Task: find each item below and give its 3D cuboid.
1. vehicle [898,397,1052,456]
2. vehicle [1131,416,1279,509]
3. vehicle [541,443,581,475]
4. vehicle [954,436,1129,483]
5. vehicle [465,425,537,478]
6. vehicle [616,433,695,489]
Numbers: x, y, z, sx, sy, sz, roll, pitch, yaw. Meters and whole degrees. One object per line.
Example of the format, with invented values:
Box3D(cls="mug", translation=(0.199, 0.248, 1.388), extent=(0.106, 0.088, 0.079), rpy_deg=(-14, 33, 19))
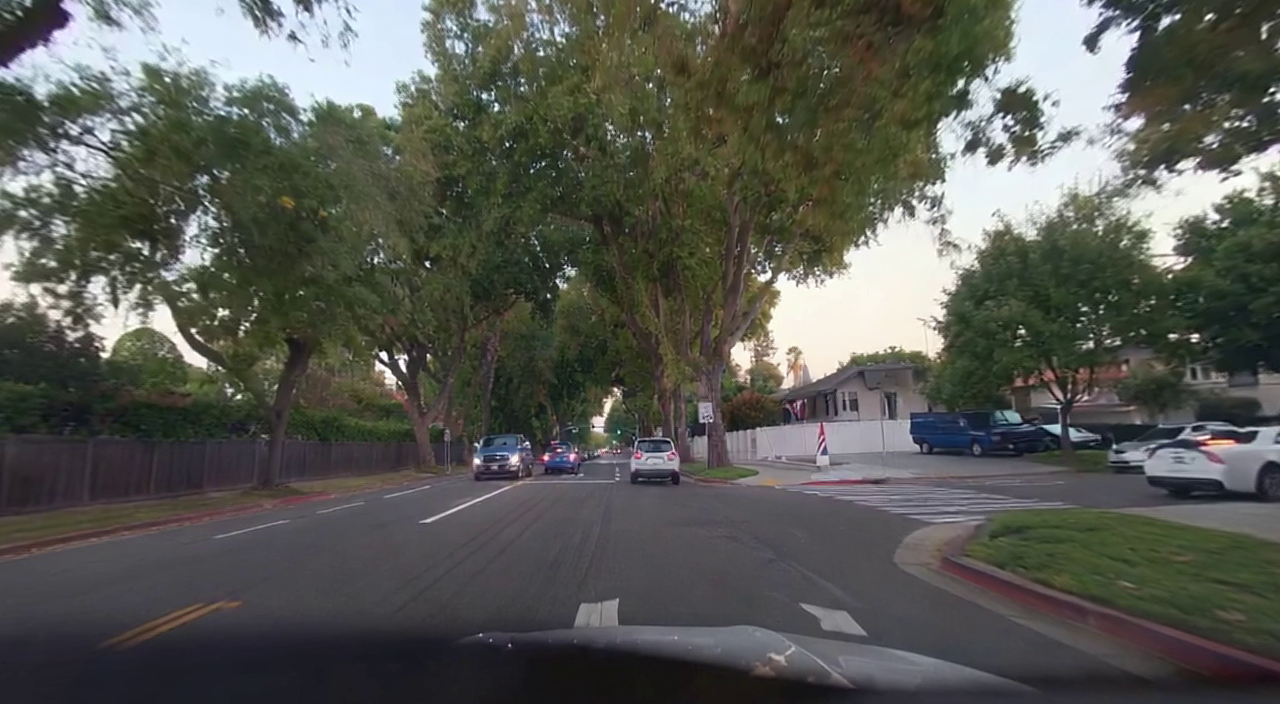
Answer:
Box3D(cls="vehicle", translation=(15.948, 3.656, 30.293), extent=(6.115, 2.590, 2.371), rpy_deg=(-6, -10, 35))
Box3D(cls="vehicle", translation=(12.578, 2.066, 12.078), extent=(4.708, 1.603, 1.919), rpy_deg=(0, -9, 0))
Box3D(cls="vehicle", translation=(-4.007, 5.470, 32.445), extent=(1.919, 1.501, 4.509), rpy_deg=(1, -9, -6))
Box3D(cls="vehicle", translation=(12.974, 3.472, 20.599), extent=(4.462, 1.427, 1.886), rpy_deg=(0, -9, -5))
Box3D(cls="vehicle", translation=(-7.819, 5.738, 36.586), extent=(2.920, 2.707, 7.670), rpy_deg=(0, -9, -4))
Box3D(cls="vehicle", translation=(0.383, 3.689, 21.642), extent=(2.258, 1.682, 4.635), rpy_deg=(0, -9, -4))
